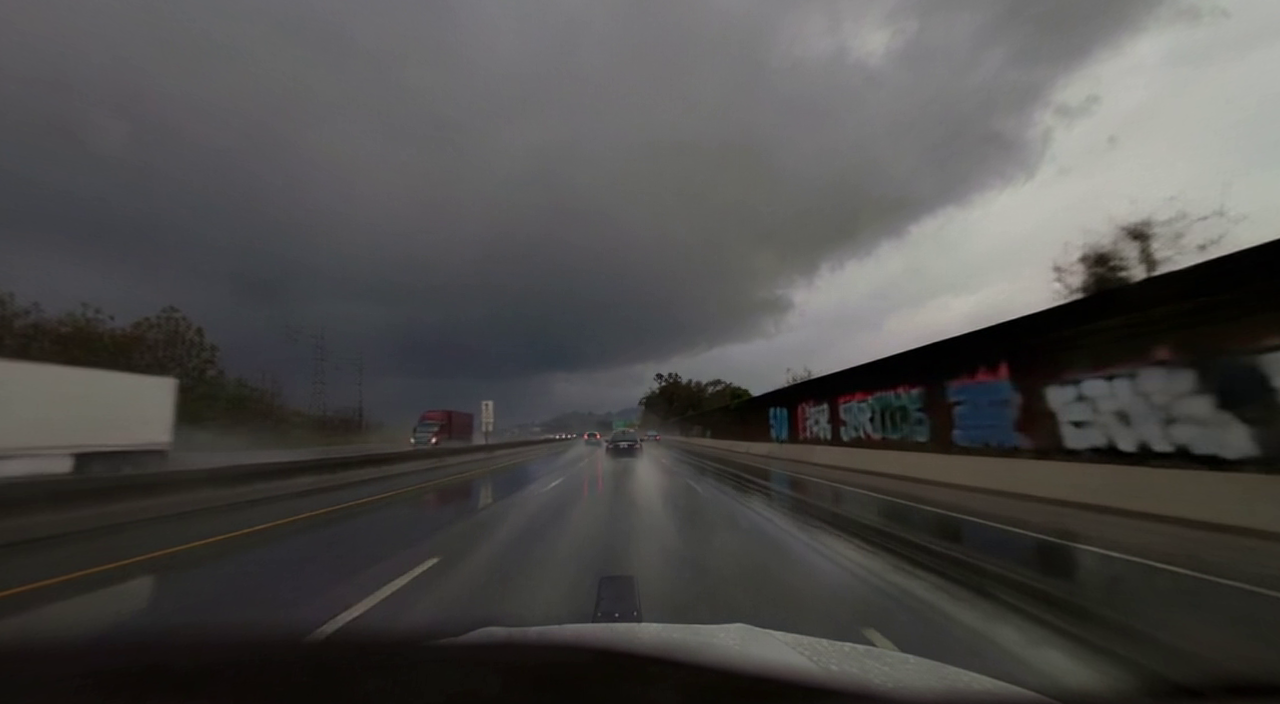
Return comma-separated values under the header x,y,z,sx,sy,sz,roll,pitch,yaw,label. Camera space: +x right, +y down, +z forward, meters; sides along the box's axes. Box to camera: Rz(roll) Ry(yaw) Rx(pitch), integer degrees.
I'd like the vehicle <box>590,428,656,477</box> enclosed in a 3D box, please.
x,y,z,sx,sy,sz,roll,pitch,yaw,label
-0.559,3.364,21.334,2.044,1.477,3.693,0,-8,-1,vehicle

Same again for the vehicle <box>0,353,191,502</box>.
x,y,z,sx,sy,sz,roll,pitch,yaw,label
-21.074,2.207,18.524,3.230,4.506,17.563,0,-7,-1,vehicle
